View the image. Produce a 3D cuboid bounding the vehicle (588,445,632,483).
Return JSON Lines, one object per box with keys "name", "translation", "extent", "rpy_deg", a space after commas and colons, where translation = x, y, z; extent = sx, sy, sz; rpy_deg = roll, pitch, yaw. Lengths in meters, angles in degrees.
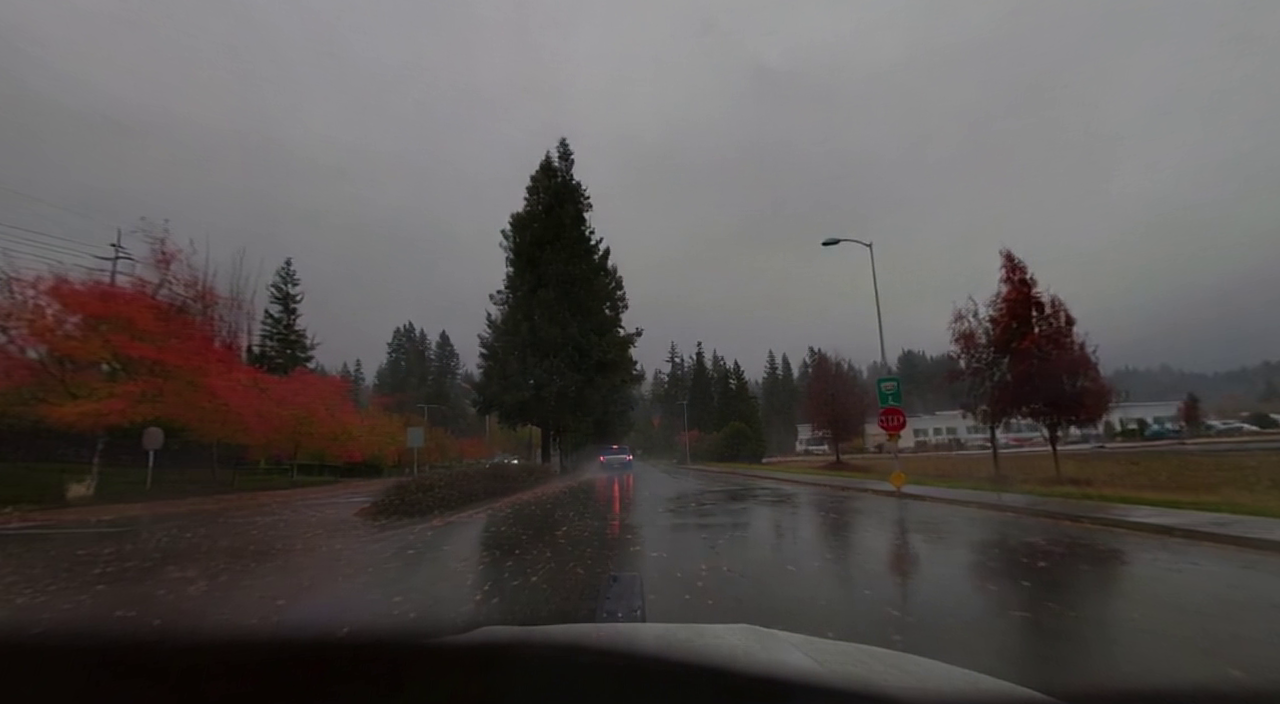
{"name": "vehicle", "translation": [-1.631, 6.396, 36.384], "extent": [2.284, 2.012, 5.607], "rpy_deg": [0, -9, -1]}
